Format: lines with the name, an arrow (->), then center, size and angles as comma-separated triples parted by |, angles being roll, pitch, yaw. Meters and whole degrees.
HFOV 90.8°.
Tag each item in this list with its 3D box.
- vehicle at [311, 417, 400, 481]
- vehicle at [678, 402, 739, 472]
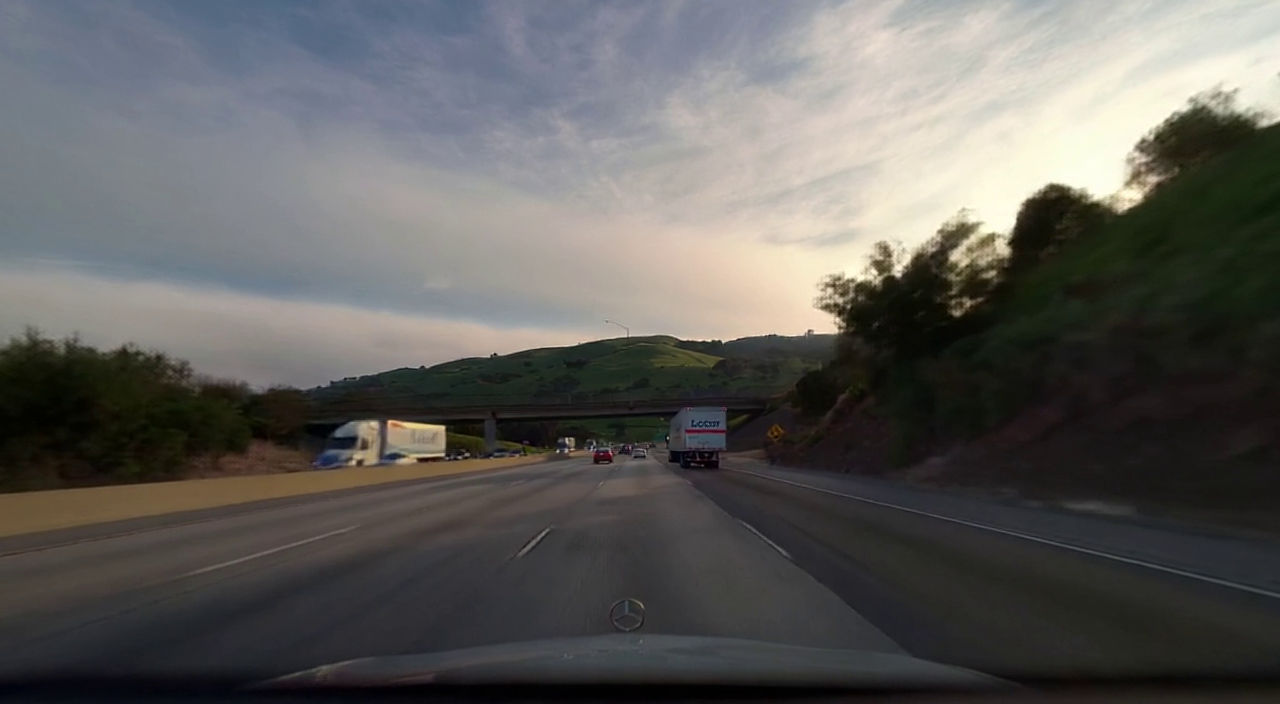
vehicle -> -19.132, 6.585, 42.958 | 2.969, 3.983, 6.343 | 0, -9, 0
vehicle -> 4.150, 5.504, 40.464 | 2.885, 3.992, 8.526 | 0, -9, 0
